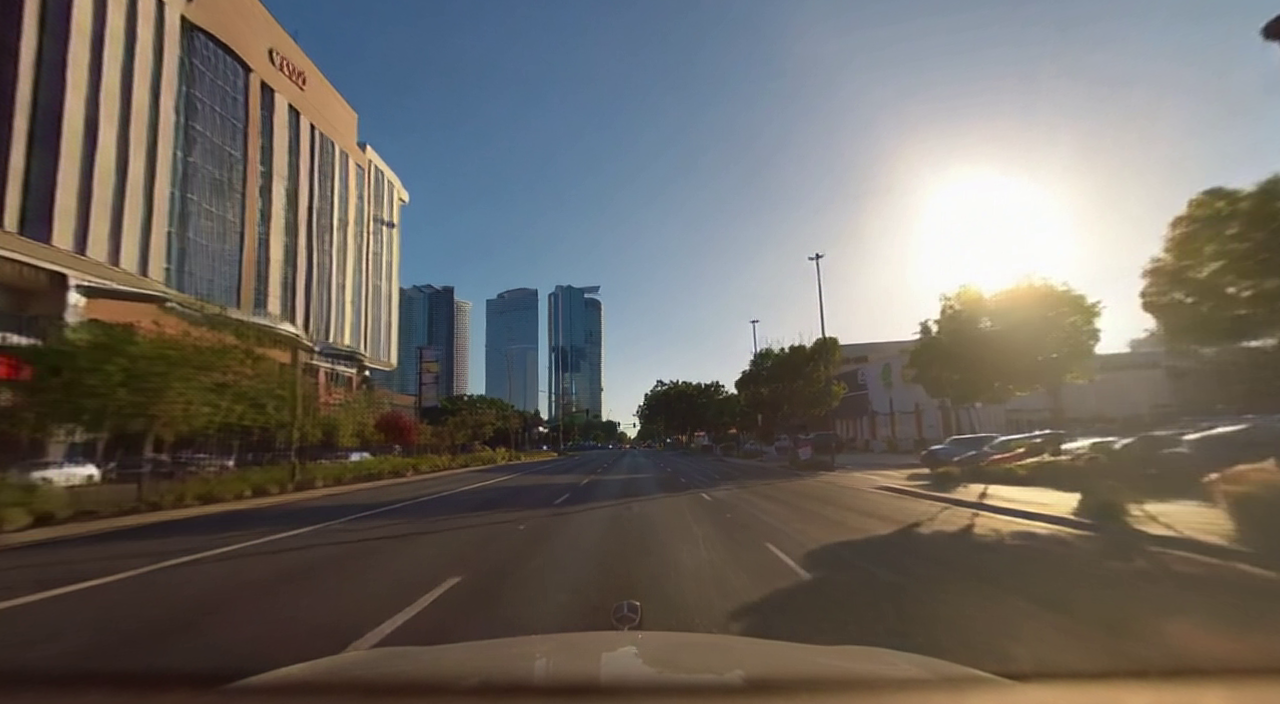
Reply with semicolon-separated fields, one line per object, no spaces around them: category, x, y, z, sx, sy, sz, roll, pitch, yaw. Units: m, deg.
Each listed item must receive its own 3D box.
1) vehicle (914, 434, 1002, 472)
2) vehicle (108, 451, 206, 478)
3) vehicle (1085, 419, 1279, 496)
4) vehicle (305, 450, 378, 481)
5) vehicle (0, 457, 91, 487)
vehicle;15.255;4.870;30.619;1.881;1.664;4.658;0;-9;1
vehicle;-31.041;7.231;40.704;4.528;1.666;2.077;0;-9;-2
vehicle;13.352;2.419;14.717;4.386;1.570;2.043;-1;-9;-2
vehicle;-16.001;6.064;34.127;1.872;1.505;4.296;0;-9;0
vehicle;-31.332;6.150;32.395;4.593;1.433;1.711;0;-9;-2
